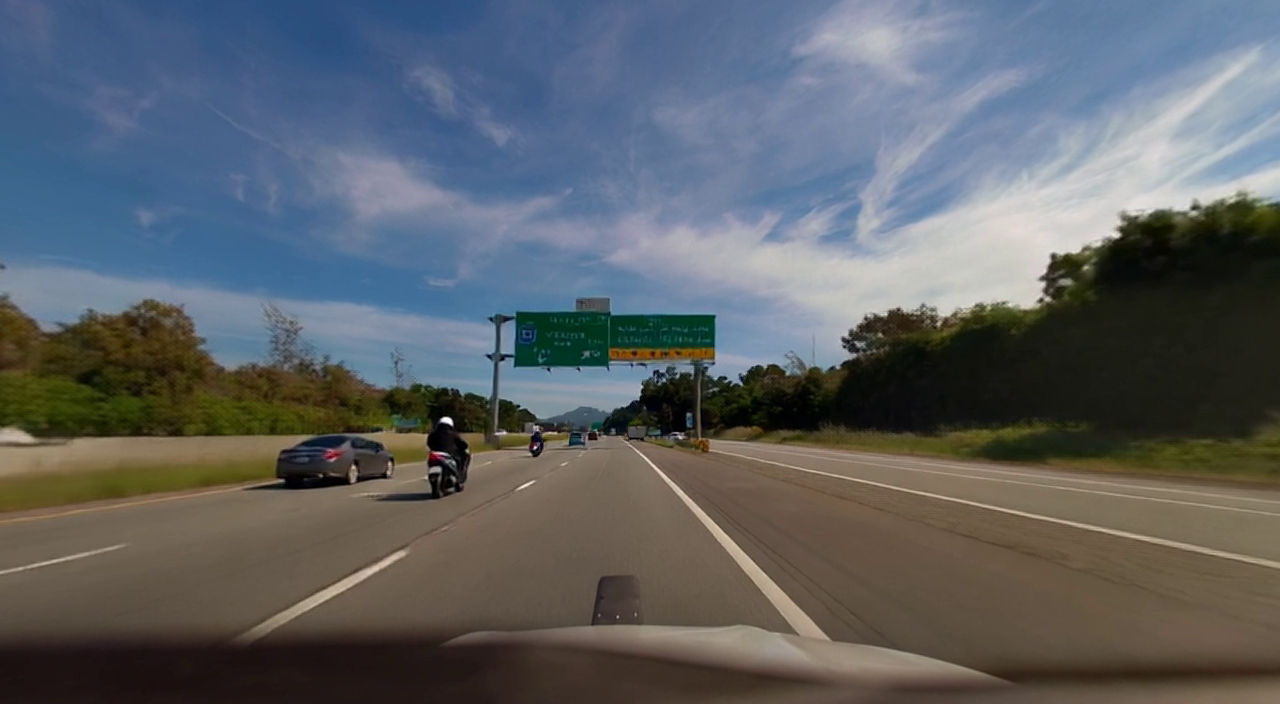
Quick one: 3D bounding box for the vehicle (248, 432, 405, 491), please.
[{"bbox_3d":[-8.420,2.946,17.530,2.053,1.409,4.704,0,-8,-1],"label":"vehicle"}]
